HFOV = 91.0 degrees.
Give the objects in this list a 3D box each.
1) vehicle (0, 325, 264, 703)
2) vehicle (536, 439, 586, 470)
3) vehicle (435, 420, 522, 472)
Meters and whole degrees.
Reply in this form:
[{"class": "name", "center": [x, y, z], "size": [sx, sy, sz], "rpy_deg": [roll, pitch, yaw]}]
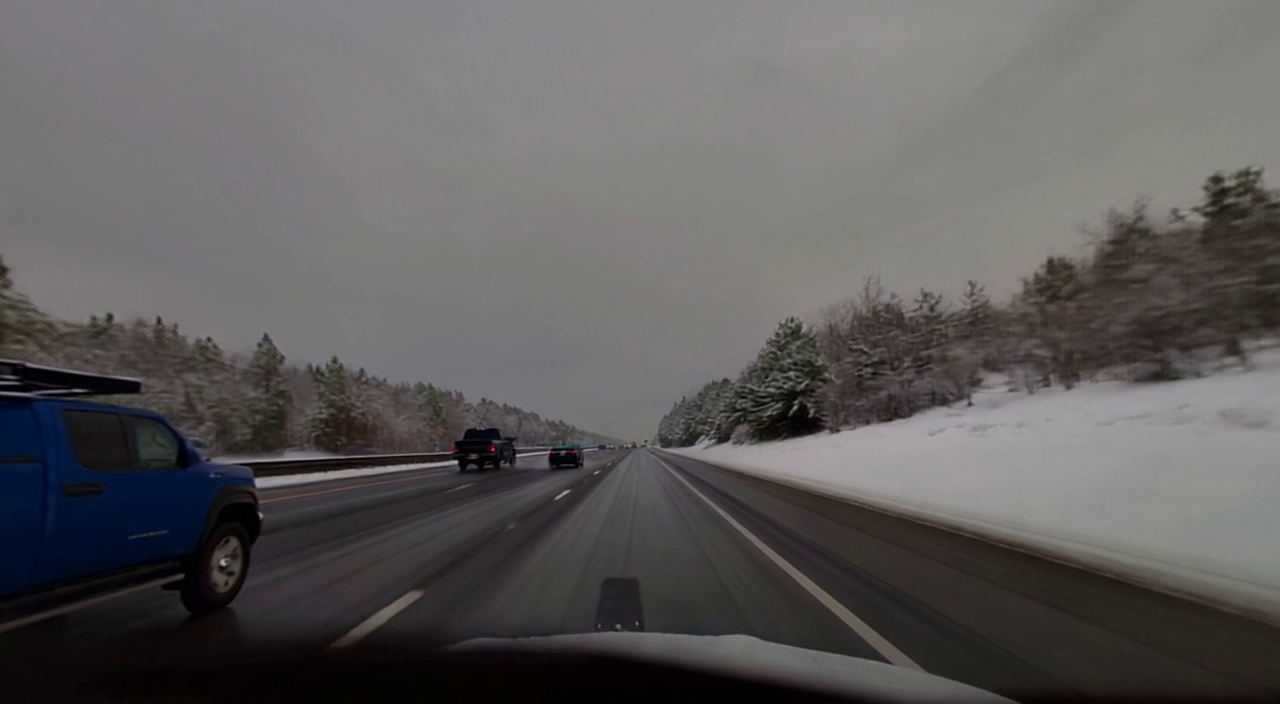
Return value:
[{"class": "vehicle", "center": [-4.040, 0.693, 2.238], "size": [2.200, 1.807, 5.041], "rpy_deg": [0, -9, 1]}, {"class": "vehicle", "center": [-4.072, 5.410, 33.249], "size": [2.012, 1.509, 4.359], "rpy_deg": [0, -9, 1]}, {"class": "vehicle", "center": [-7.594, 4.545, 30.411], "size": [2.594, 2.254, 6.028], "rpy_deg": [0, -9, 0]}]
